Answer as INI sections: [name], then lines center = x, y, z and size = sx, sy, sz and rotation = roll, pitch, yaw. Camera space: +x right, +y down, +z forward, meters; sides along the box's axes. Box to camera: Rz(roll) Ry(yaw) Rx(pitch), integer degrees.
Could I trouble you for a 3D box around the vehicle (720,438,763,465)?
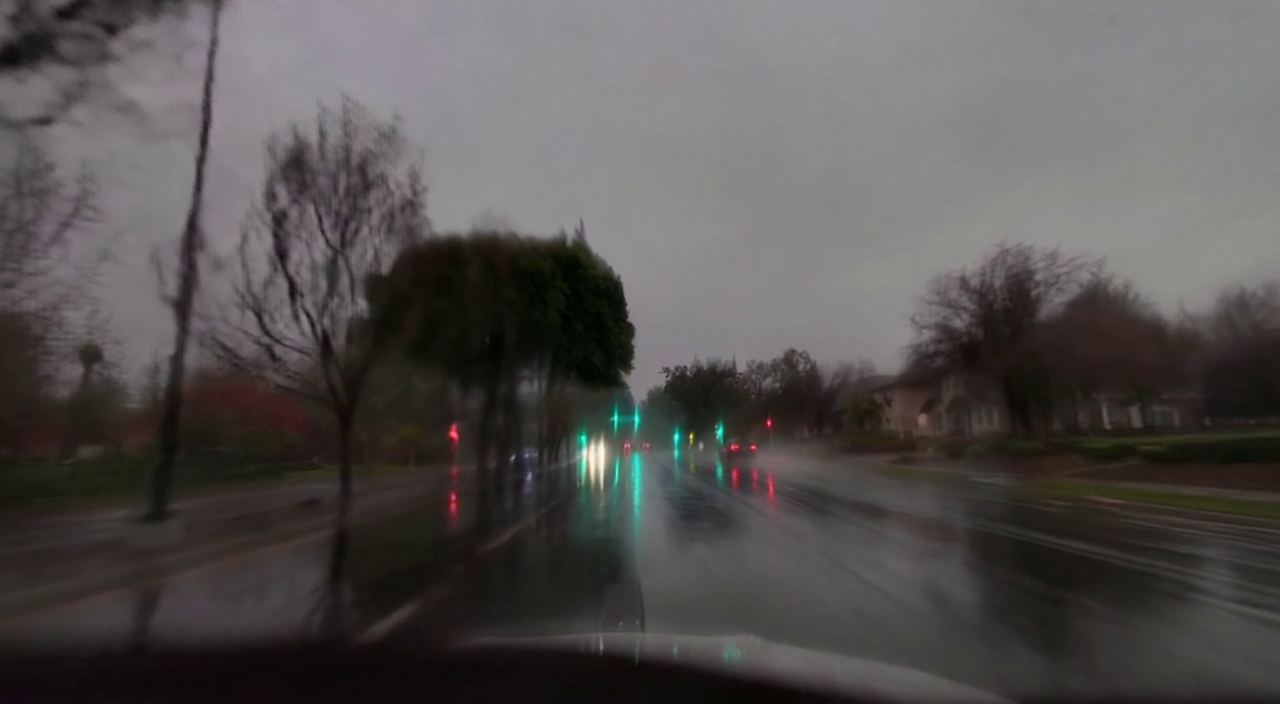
[vehicle]
center = 6.741, 6.639, 42.251
size = 2.011, 1.710, 4.357
rotation = 0, -9, -2
